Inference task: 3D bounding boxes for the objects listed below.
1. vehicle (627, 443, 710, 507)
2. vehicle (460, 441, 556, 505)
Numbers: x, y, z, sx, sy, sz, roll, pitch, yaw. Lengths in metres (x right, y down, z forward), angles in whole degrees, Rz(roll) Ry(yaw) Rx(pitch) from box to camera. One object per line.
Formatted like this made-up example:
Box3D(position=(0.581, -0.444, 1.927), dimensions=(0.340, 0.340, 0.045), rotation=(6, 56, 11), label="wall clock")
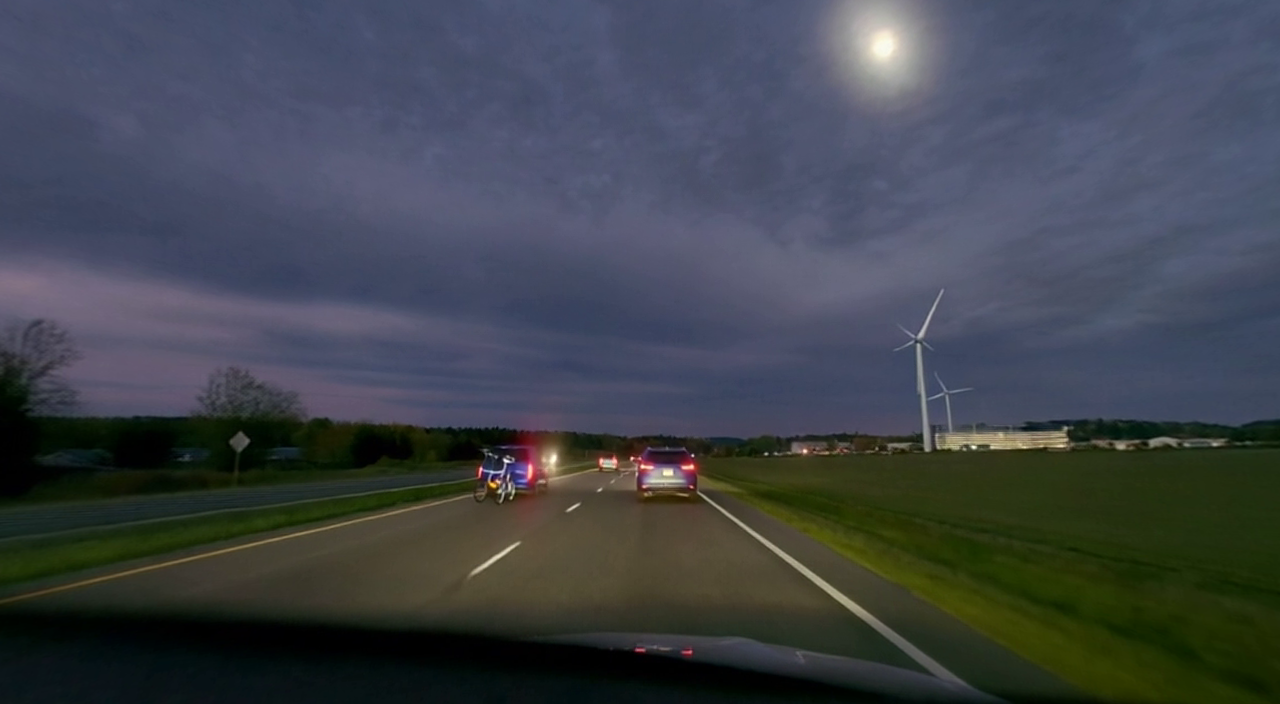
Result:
Box3D(position=(0.705, 3.421, 17.891), dimensions=(2.063, 1.582, 3.955), rotation=(0, -9, 0), label="vehicle")
Box3D(position=(-3.845, 3.583, 19.071), dimensions=(1.962, 1.681, 4.033), rotation=(0, -9, 1), label="vehicle")
